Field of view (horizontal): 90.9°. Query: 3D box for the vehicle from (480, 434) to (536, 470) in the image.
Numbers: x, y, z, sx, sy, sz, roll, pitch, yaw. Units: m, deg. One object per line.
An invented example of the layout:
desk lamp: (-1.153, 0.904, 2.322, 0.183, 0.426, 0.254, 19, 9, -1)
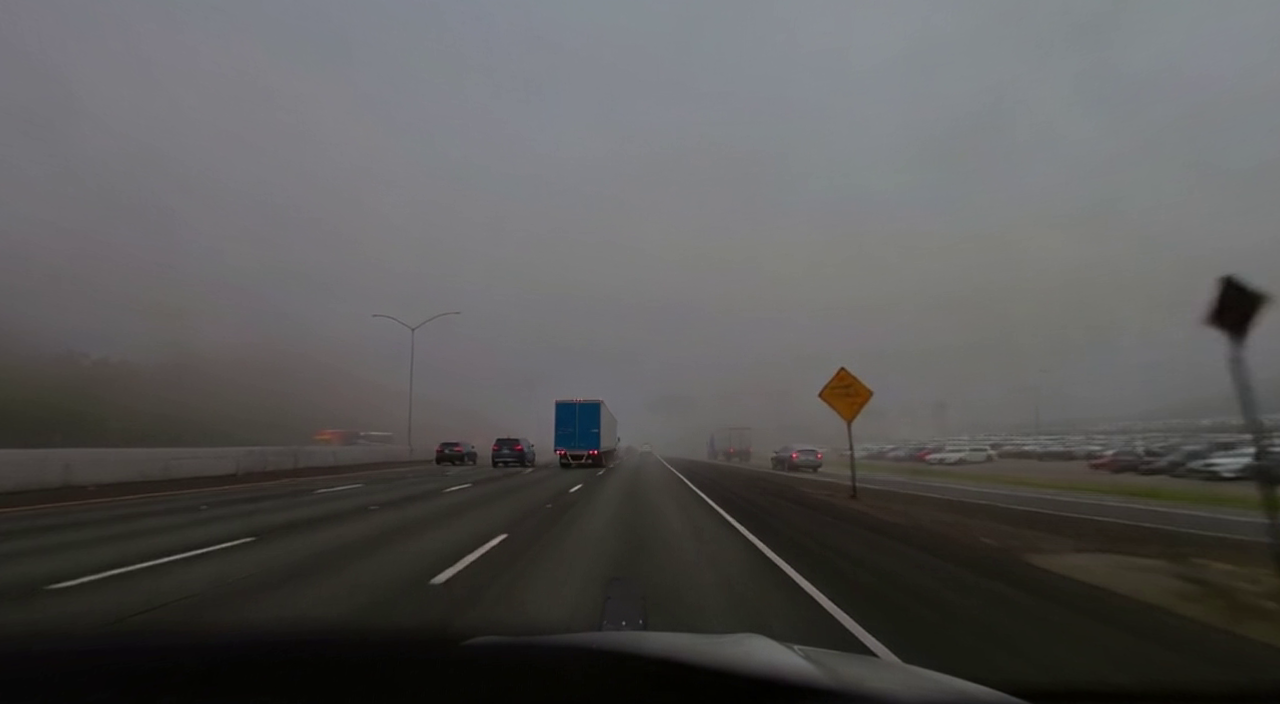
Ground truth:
vehicle: (-7.106, 5.424, 34.425, 2.058, 1.840, 4.443, 0, -8, 1)

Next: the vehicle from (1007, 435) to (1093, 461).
vehicle: (28.298, 6.620, 43.636, 4.586, 1.710, 1.944, 0, -8, -2)

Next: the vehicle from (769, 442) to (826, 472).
vehicle: (9.783, 6.540, 39.521, 2.083, 1.706, 4.129, 1, -8, -6)

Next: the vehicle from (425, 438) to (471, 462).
vehicle: (-14.348, 7.380, 47.459, 1.997, 1.695, 4.492, 0, -8, 1)

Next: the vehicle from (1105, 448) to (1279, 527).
vehicle: (13.464, 2.942, 14.140, 2.022, 1.505, 4.786, 1, -8, -7)

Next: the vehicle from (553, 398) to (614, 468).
vehicle: (-3.540, 5.616, 43.048, 2.905, 4.037, 12.921, 0, -8, 0)
